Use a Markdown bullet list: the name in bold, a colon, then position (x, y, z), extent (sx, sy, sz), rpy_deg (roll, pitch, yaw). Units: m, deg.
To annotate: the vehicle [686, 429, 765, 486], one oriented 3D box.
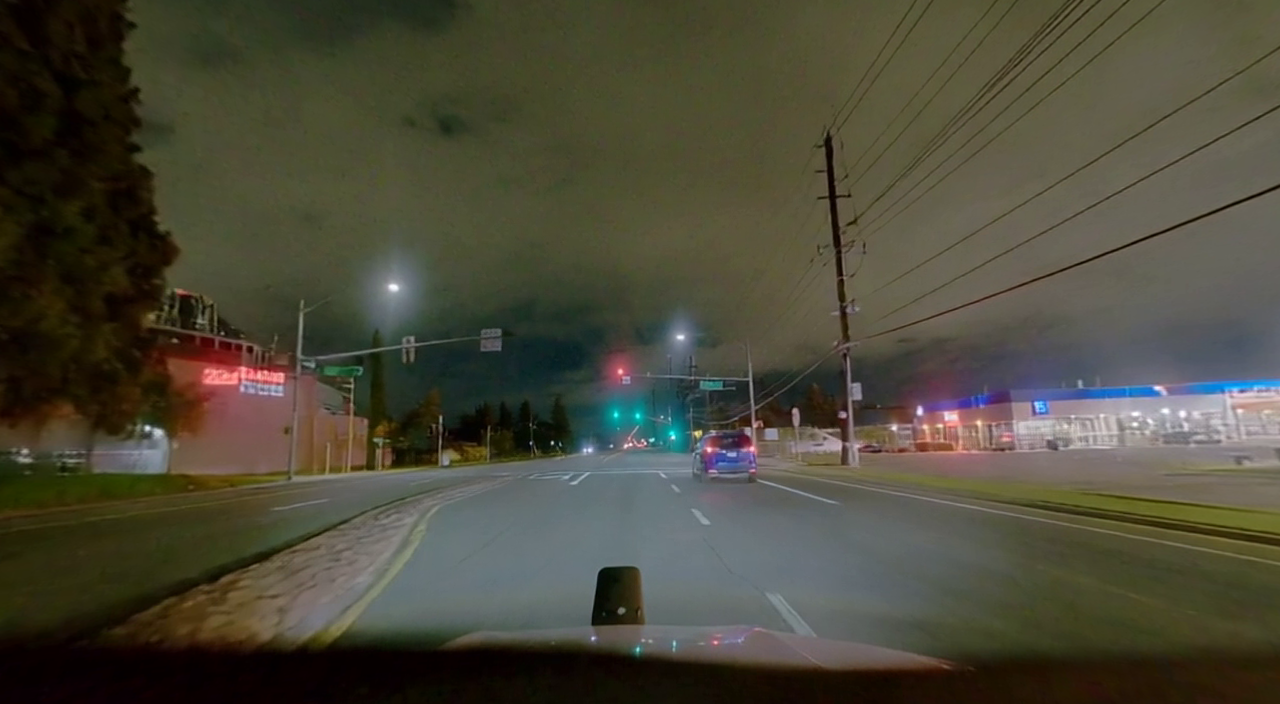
- **vehicle**: position (2.925, 3.757, 22.751), extent (2.060, 1.820, 4.713), rpy_deg (0, -9, -2)
